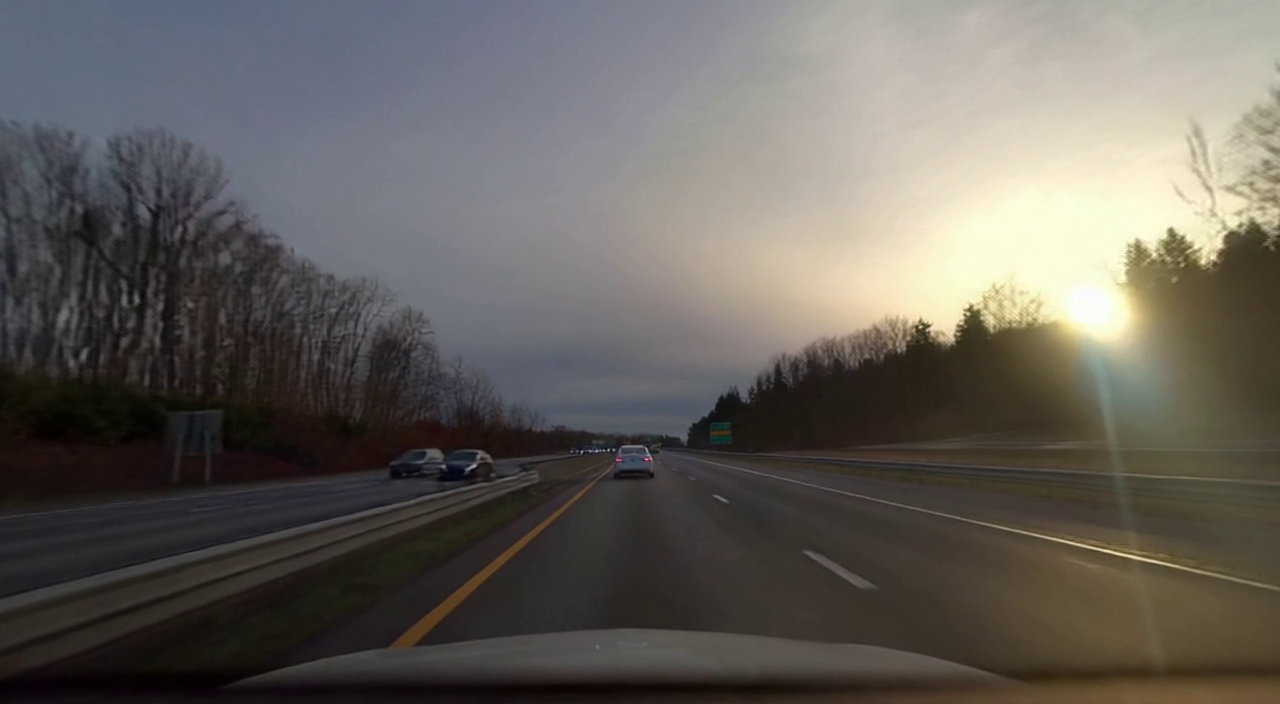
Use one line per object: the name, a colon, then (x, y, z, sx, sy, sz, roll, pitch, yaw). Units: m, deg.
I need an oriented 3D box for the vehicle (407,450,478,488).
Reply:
vehicle: (-8.657, 5.134, 27.805, 1.889, 1.493, 4.022, 0, -9, -1)

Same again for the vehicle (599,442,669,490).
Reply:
vehicle: (-0.255, 3.981, 22.177, 2.244, 1.506, 4.097, 0, -9, -1)
